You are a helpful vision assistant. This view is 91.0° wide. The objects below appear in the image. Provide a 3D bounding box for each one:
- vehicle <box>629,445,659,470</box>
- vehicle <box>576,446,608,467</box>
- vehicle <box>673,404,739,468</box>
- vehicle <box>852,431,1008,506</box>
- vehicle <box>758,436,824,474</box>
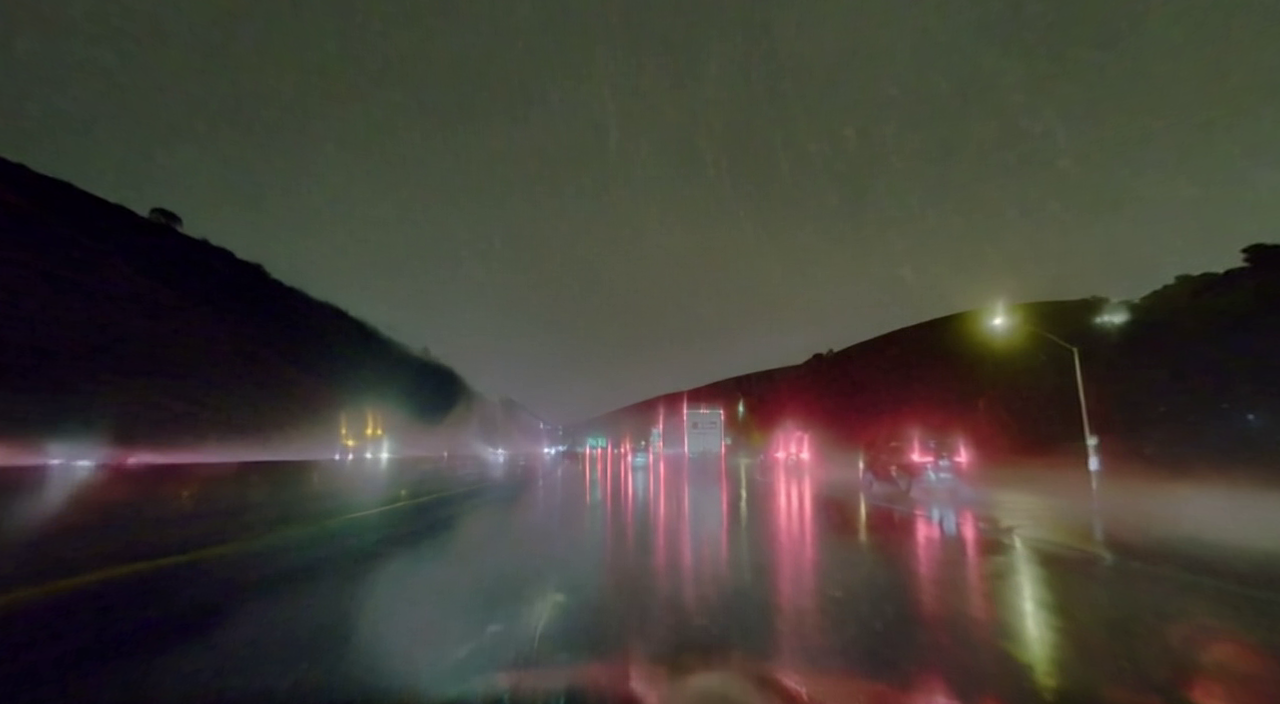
[{"bbox_3d":[0.216,6.914,41.461,1.866,1.492,3.932,0,-9,0],"label":"vehicle"},{"bbox_3d":[-3.627,7.965,48.190,2.132,1.506,4.256,0,-9,0],"label":"vehicle"},{"bbox_3d":[3.991,5.552,41.036,3.130,3.607,11.129,0,-9,0],"label":"vehicle"},{"bbox_3d":[7.339,2.976,16.565,2.044,1.676,4.421,0,-9,1],"label":"vehicle"},{"bbox_3d":[7.484,5.170,31.796,2.143,1.775,4.729,0,-9,0],"label":"vehicle"}]
